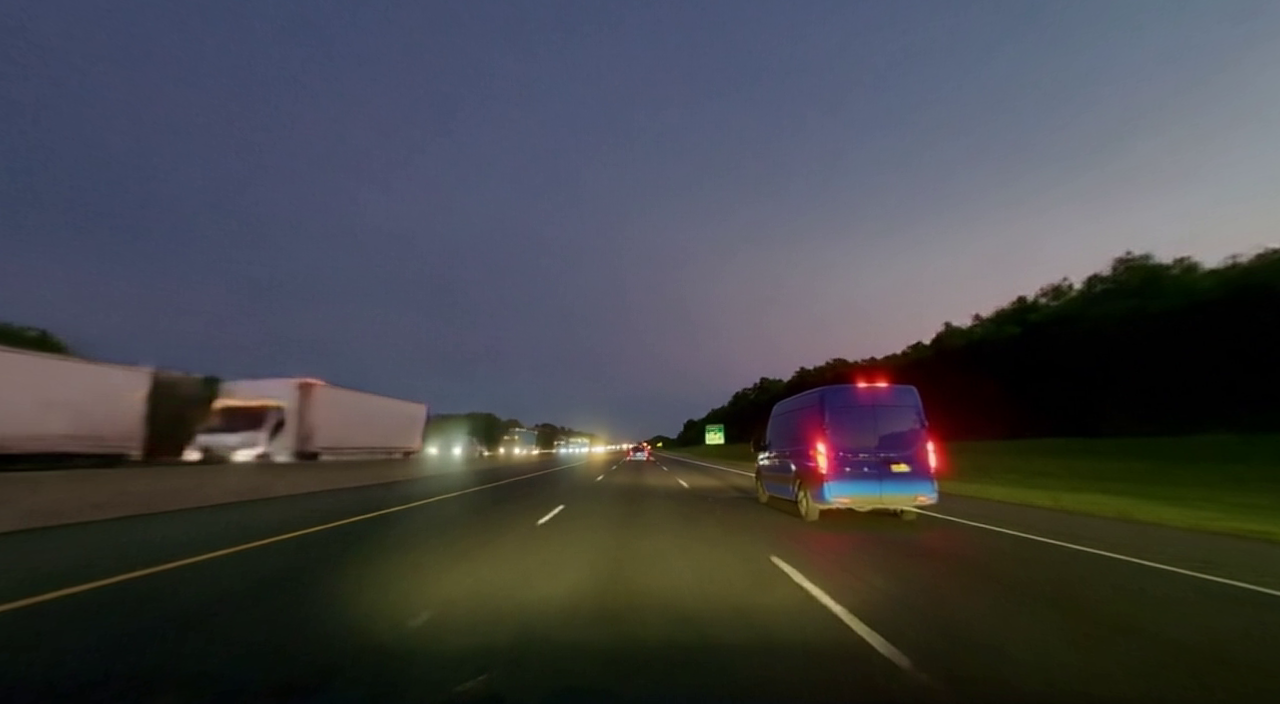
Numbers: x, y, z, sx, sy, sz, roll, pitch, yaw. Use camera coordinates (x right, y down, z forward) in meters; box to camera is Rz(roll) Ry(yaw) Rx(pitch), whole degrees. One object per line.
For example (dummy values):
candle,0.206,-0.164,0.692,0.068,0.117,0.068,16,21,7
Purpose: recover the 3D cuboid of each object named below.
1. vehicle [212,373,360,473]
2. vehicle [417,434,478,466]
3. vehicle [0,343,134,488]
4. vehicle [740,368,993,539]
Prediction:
vehicle,-15.267,3.235,27.852,2.929,3.922,5.878,0,-9,0
vehicle,-11.362,5.817,37.574,2.077,1.737,4.995,0,-9,0
vehicle,-19.534,1.435,15.423,2.848,4.058,13.834,0,-9,0
vehicle,3.886,2.008,12.750,2.552,2.524,6.630,0,-9,-1
